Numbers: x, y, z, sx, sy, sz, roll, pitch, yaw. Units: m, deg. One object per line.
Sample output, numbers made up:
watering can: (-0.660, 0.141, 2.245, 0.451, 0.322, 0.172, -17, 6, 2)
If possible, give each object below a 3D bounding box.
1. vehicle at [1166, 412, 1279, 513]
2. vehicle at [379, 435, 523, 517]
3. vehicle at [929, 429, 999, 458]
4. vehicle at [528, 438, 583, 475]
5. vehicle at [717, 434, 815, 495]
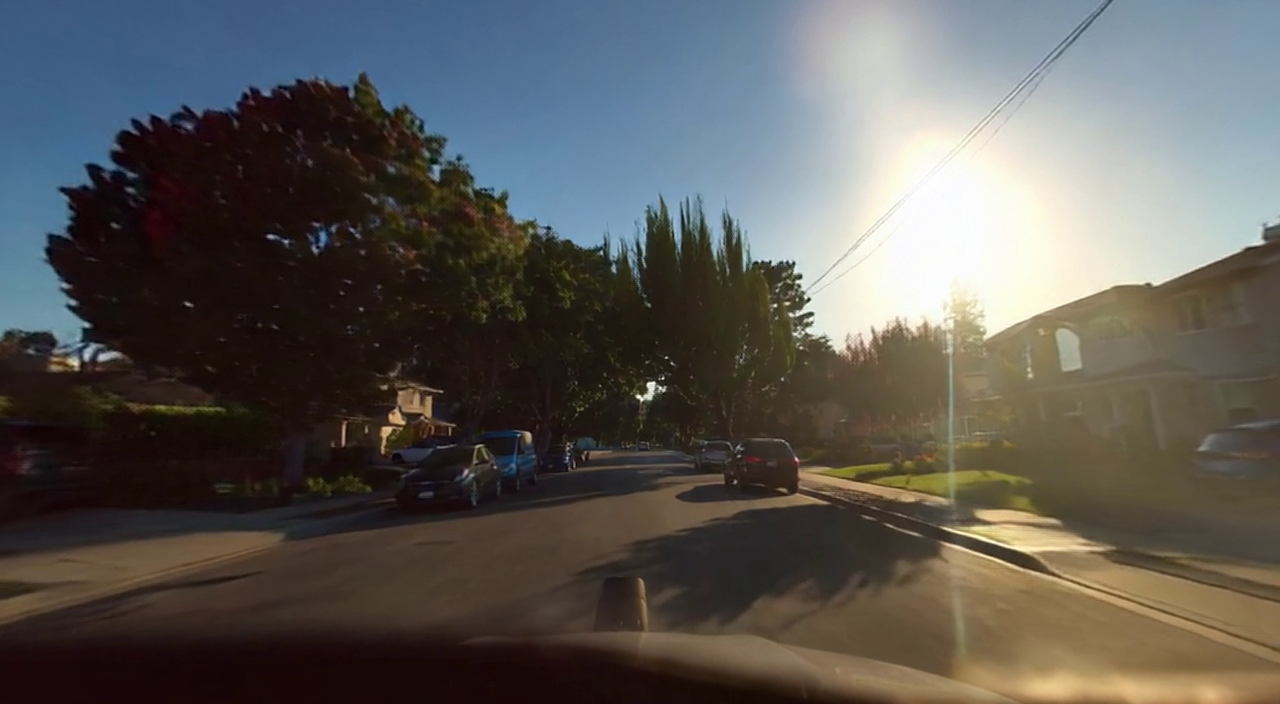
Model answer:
vehicle: (12.429, 1.775, 10.791, 4.872, 1.521, 2.229, -2, -6, -1)
vehicle: (-4.560, 3.002, 16.112, 2.116, 1.659, 4.832, -3, -7, 1)
vehicle: (19.459, 5.535, 38.181, 2.086, 1.658, 4.154, 0, -8, 2)
vehicle: (-4.299, 5.395, 32.820, 2.157, 1.736, 4.104, -1, -9, 1)
vehicle: (4.137, 3.808, 21.899, 2.152, 1.810, 5.846, 0, -8, 0)
